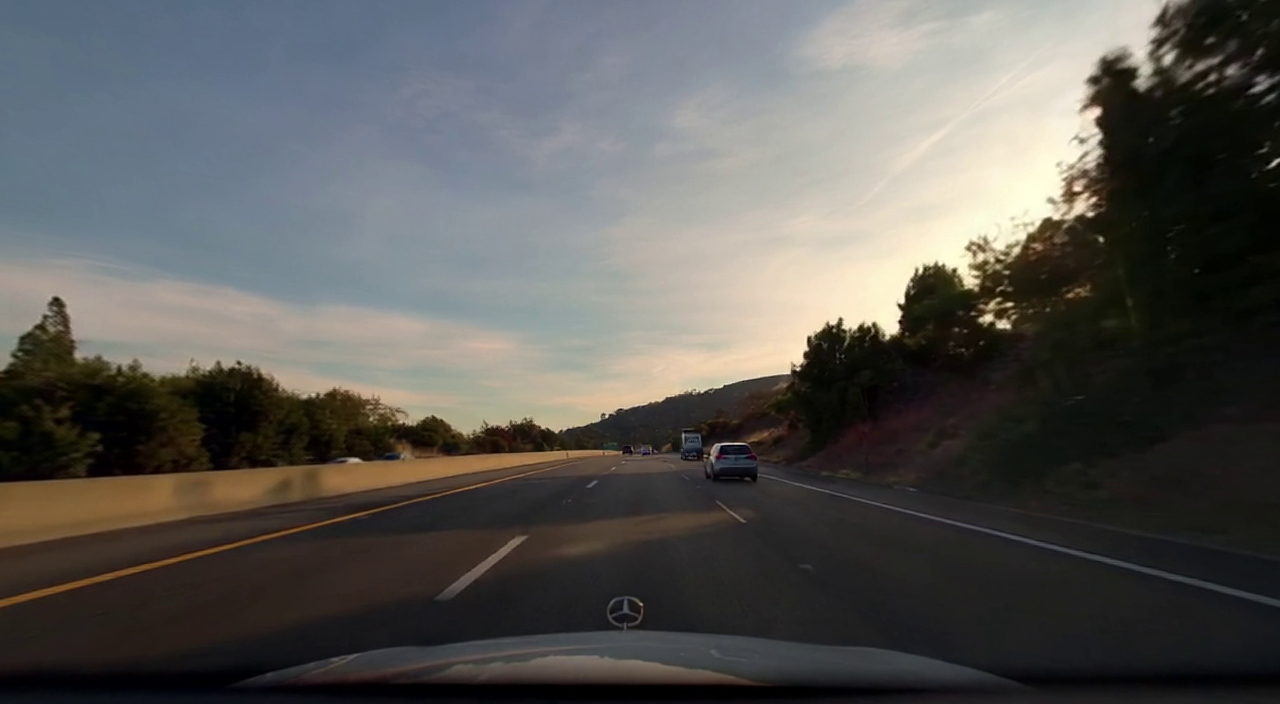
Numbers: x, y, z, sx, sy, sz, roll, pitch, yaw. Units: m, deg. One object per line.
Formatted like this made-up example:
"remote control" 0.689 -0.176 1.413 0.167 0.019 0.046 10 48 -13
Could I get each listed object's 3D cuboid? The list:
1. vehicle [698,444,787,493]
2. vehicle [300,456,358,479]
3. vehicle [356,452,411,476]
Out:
"vehicle" 3.354 3.906 21.641 2.193 1.462 4.533 0 -8 -1
"vehicle" -21.263 7.883 43.271 1.764 1.380 4.225 0 -8 0
"vehicle" -17.586 7.665 43.443 1.910 1.465 4.442 0 -8 1
